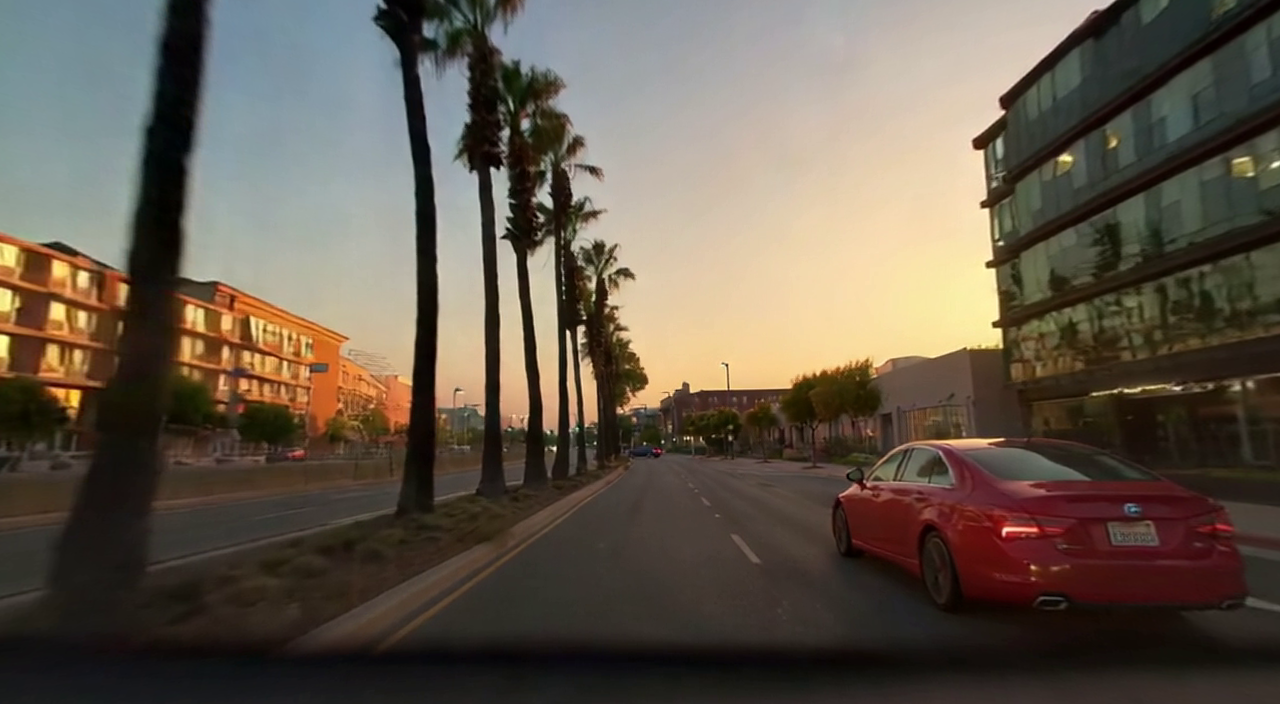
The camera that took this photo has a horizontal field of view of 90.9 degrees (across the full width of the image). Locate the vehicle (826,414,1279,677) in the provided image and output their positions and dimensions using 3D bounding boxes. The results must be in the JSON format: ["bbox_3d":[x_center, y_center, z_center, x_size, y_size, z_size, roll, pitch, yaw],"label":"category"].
[{"bbox_3d":[3.368,1.490,5.993,1.867,1.554,4.301,0,-9,0],"label":"vehicle"}]
